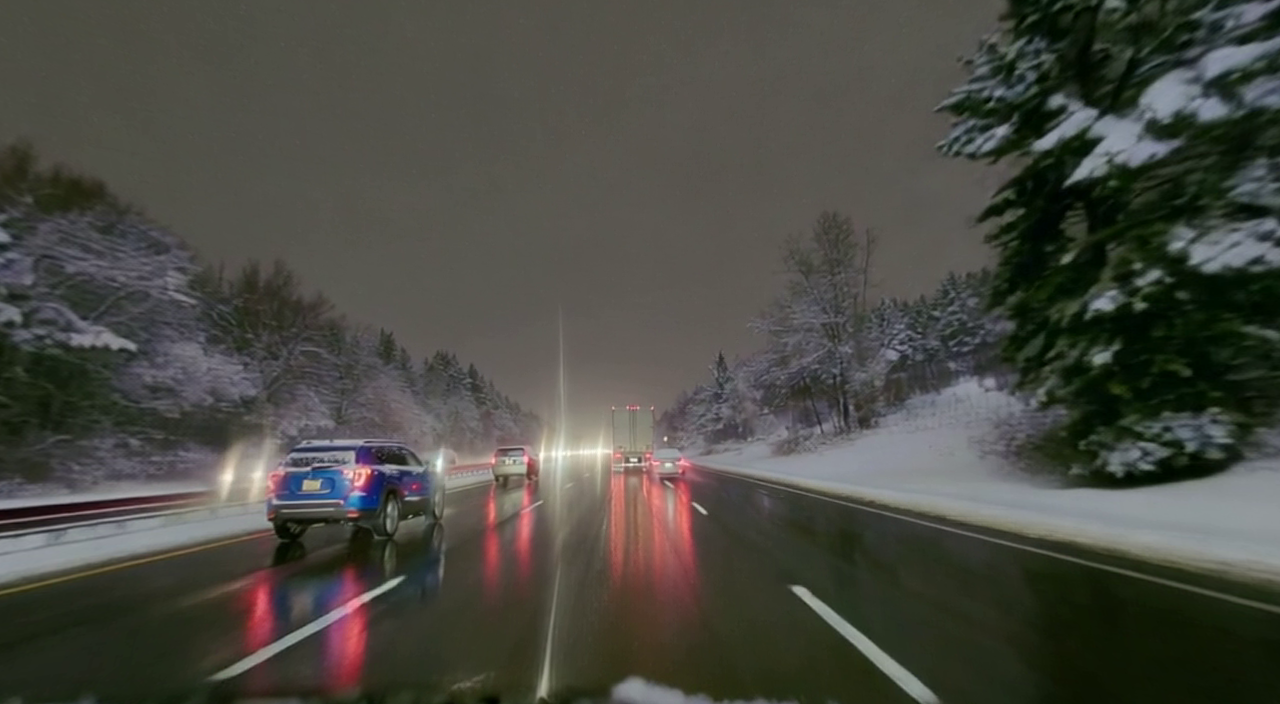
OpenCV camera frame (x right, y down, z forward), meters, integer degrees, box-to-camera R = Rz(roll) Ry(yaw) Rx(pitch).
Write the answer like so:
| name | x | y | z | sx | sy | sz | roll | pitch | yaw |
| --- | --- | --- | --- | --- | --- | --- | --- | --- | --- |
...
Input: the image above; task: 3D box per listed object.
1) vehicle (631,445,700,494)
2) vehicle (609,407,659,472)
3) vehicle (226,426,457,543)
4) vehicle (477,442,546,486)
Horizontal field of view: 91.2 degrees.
| name | x | y | z | sx | sy | sz | roll | pitch | yaw |
| --- | --- | --- | --- | --- | --- | --- | --- | --- | --- |
| vehicle | 0.759 | 3.907 | 21.207 | 2.026 | 1.489 | 4.045 | 0 | -9 | -2 |
| vehicle | -0.620 | 6.330 | 44.915 | 3.113 | 4.066 | 10.786 | 0 | -9 | -3 |
| vehicle | -4.944 | 2.247 | 11.210 | 2.100 | 1.671 | 4.105 | 0 | -9 | 0 |
| vehicle | -5.211 | 4.606 | 26.028 | 2.035 | 1.664 | 4.064 | 0 | -9 | -1 |
